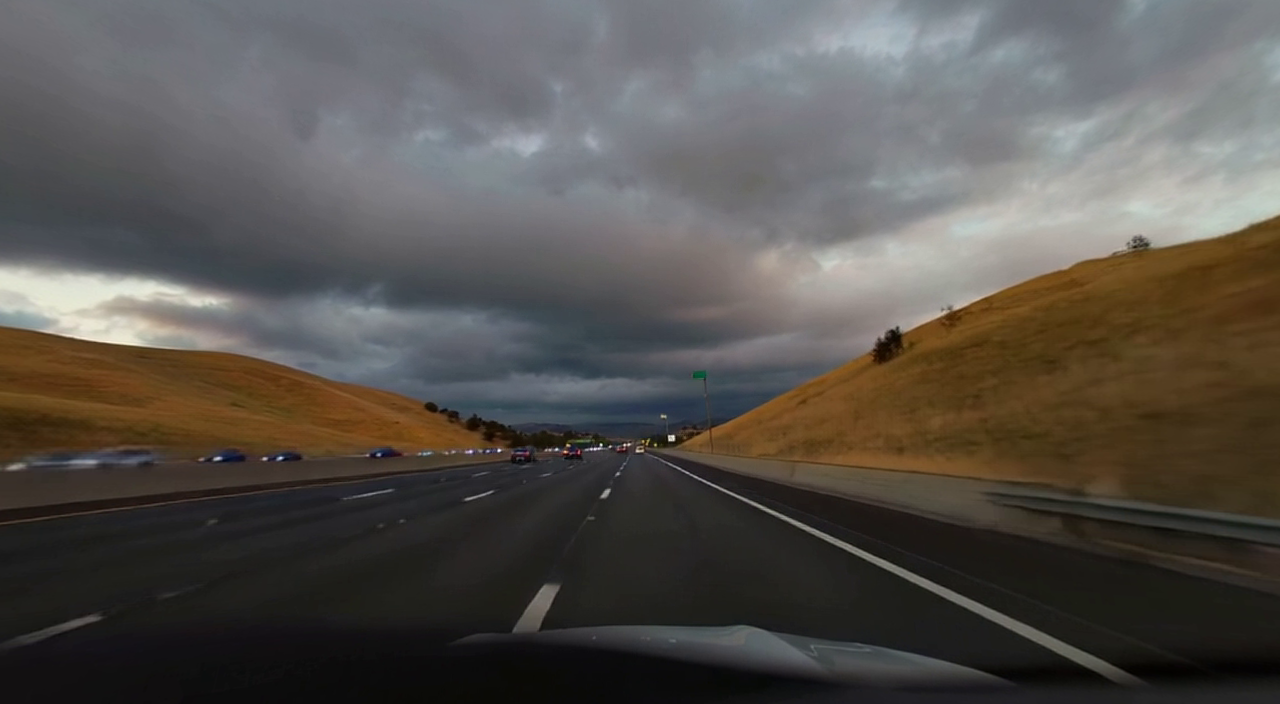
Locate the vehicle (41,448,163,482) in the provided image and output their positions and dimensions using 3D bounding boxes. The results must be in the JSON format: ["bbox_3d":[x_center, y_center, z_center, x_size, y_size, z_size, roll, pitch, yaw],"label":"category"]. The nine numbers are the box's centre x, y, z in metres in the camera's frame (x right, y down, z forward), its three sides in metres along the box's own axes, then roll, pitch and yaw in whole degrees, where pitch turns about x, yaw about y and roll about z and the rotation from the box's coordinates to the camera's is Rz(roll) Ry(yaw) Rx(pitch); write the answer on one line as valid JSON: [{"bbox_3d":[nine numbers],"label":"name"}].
[{"bbox_3d":[-28.429,5.946,33.572,1.972,1.641,5.205,0,-9,-1],"label":"vehicle"}]

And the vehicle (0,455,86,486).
[{"bbox_3d":[-32.317,6.277,33.543,1.845,1.473,4.117,0,-9,-2],"label":"vehicle"}]
